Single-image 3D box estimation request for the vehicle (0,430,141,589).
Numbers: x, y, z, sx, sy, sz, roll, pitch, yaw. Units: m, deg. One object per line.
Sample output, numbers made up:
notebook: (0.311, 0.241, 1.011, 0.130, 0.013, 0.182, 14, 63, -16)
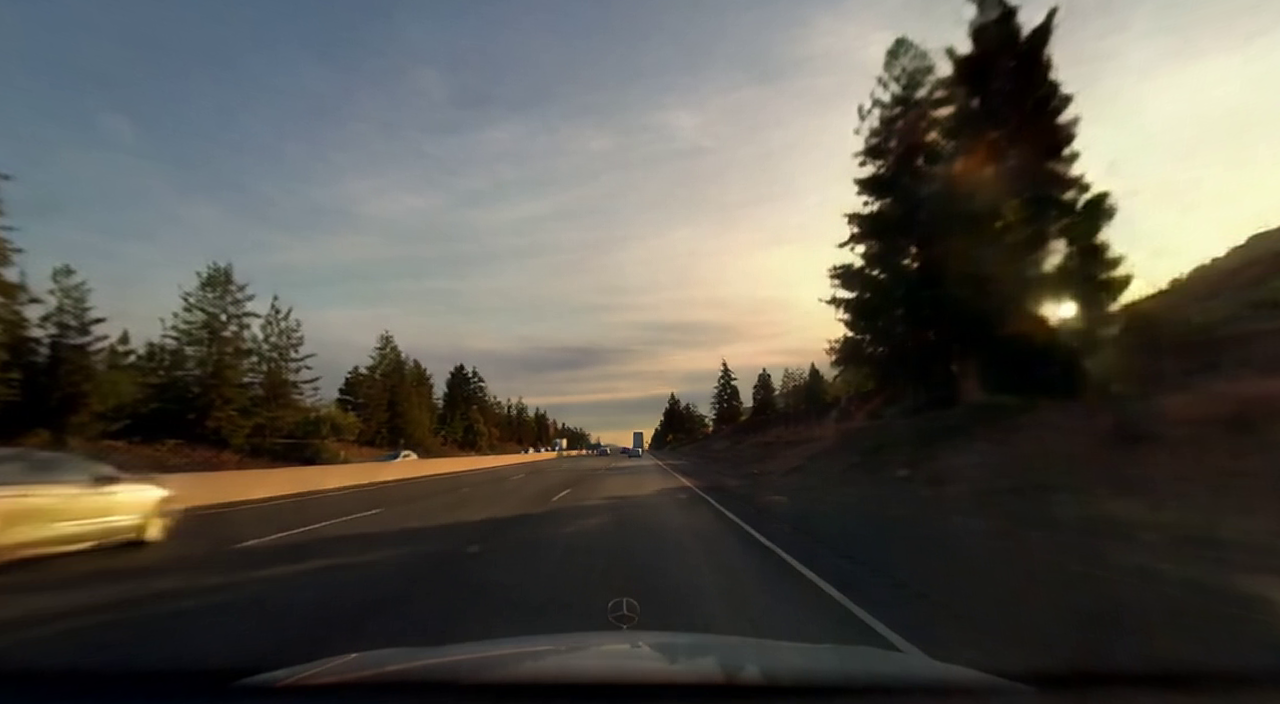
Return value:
vehicle: (-7.482, 1.446, 5.455, 2.179, 1.577, 5.070, 0, -9, 0)
